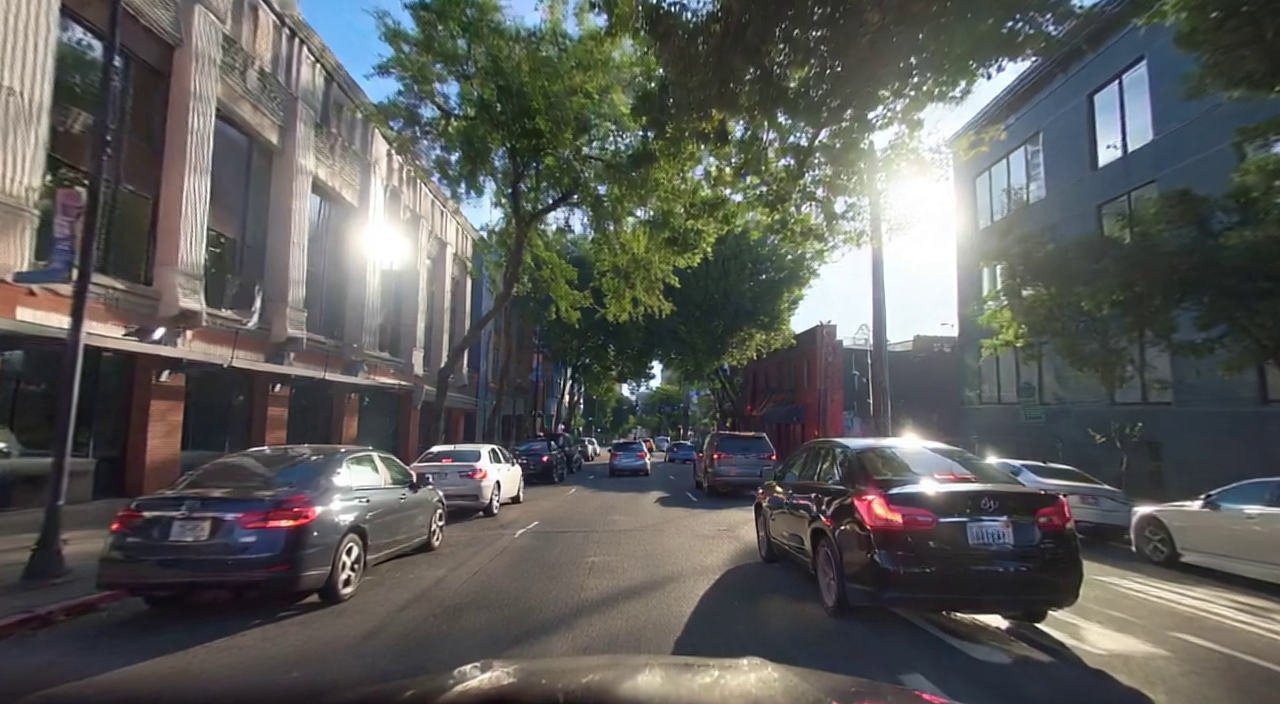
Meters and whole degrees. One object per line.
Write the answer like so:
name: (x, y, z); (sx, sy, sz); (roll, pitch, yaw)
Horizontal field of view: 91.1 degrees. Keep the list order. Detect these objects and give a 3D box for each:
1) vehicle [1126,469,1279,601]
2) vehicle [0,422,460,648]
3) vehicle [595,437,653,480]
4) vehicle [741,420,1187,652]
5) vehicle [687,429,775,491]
vehicle: (8.537, 2.237, 7.550); (1.862, 1.461, 4.324); (0, -8, 0)
vehicle: (-3.515, 1.577, 6.616); (1.955, 1.504, 4.618); (0, -8, -1)
vehicle: (-0.550, 3.954, 23.621); (2.007, 1.460, 3.923); (0, -8, 0)
vehicle: (2.496, 1.542, 6.465); (2.080, 1.495, 4.591); (0, -8, -1)
vehicle: (2.717, 3.353, 19.880); (2.002, 1.707, 4.547); (0, -8, -1)
